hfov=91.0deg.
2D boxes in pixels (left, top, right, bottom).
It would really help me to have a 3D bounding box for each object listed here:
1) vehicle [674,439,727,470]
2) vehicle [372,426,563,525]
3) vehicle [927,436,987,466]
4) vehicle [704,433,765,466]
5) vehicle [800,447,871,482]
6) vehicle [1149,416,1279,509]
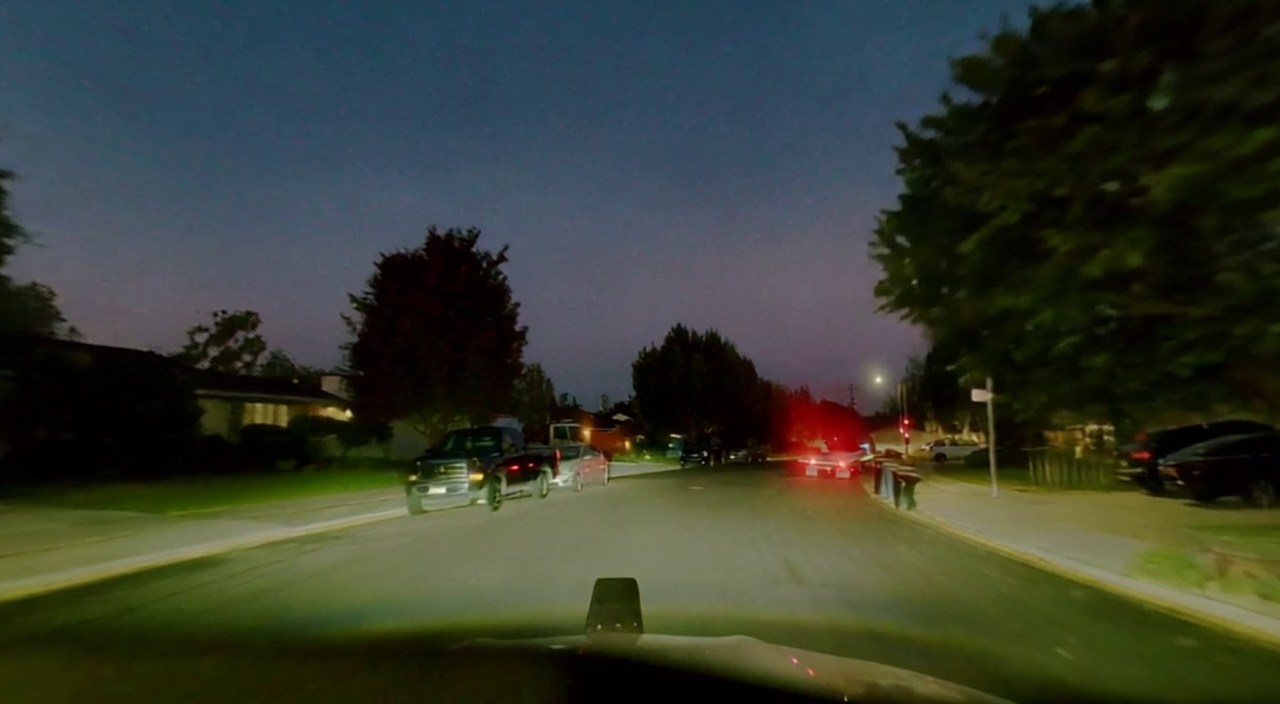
[{"bbox_3d":[3.846,6.353,39.215,2.052,1.745,4.737,-3,-9,21],"label":"vehicle"},{"bbox_3d":[-3.576,2.605,14.390,2.274,1.784,5.090,-1,-7,9],"label":"vehicle"},{"bbox_3d":[23.132,7.209,46.001,3.470,2.123,1.584,0,-7,8],"label":"vehicle"},{"bbox_3d":[7.159,7.269,46.932,2.632,2.249,6.179,-4,-10,27],"label":"vehicle"},{"bbox_3d":[9.983,5.568,31.694,2.804,1.336,6.700,-2,-7,22],"label":"vehicle"},{"bbox_3d":[13.908,2.247,12.947,4.789,1.771,2.092,-1,-9,8],"label":"vehicle"}]
